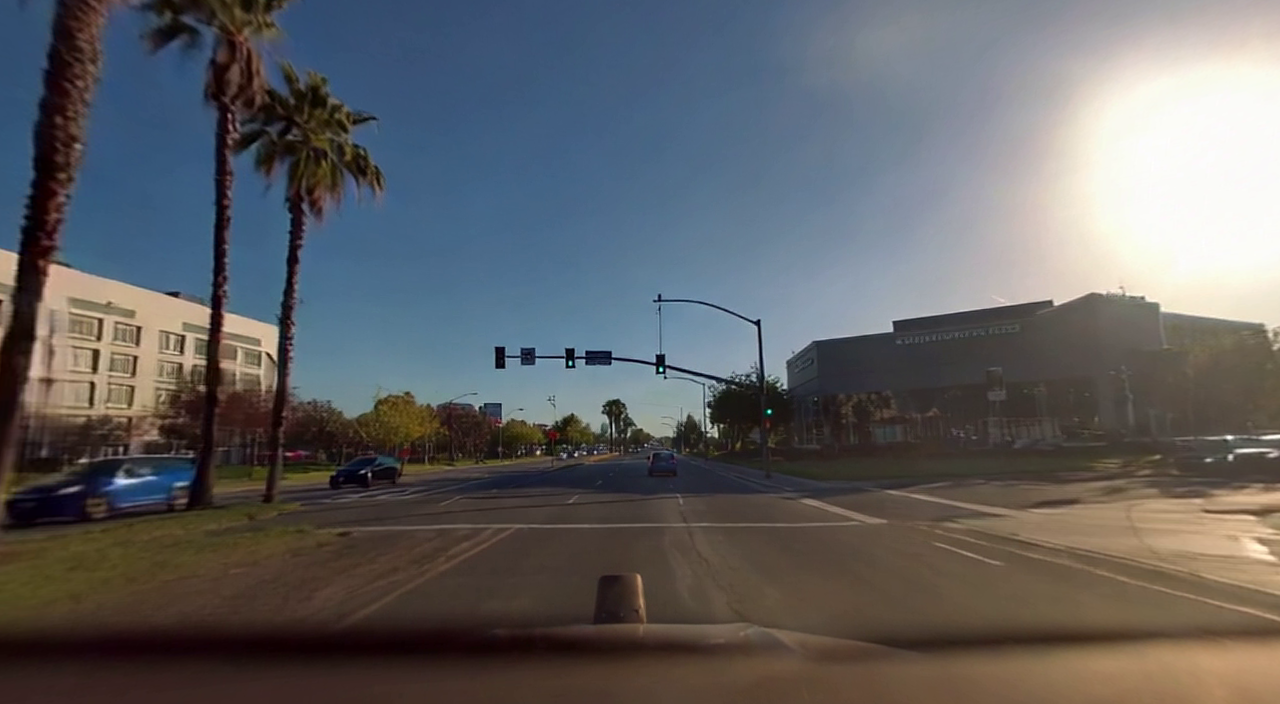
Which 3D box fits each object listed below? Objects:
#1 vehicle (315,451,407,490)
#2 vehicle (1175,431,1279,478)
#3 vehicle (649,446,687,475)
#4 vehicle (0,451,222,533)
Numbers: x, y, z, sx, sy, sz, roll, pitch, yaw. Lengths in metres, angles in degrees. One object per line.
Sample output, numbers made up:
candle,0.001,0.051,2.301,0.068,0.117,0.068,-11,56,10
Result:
vehicle,-11.726,4.974,26.883,2.033,1.494,4.048,0,-8,0
vehicle,21.399,3.485,21.556,2.046,1.481,4.936,0,-8,2
vehicle,1.599,6.442,37.811,1.969,1.555,4.431,0,-8,-1
vehicle,-12.368,3.109,14.751,2.027,1.534,4.779,0,-8,-2
